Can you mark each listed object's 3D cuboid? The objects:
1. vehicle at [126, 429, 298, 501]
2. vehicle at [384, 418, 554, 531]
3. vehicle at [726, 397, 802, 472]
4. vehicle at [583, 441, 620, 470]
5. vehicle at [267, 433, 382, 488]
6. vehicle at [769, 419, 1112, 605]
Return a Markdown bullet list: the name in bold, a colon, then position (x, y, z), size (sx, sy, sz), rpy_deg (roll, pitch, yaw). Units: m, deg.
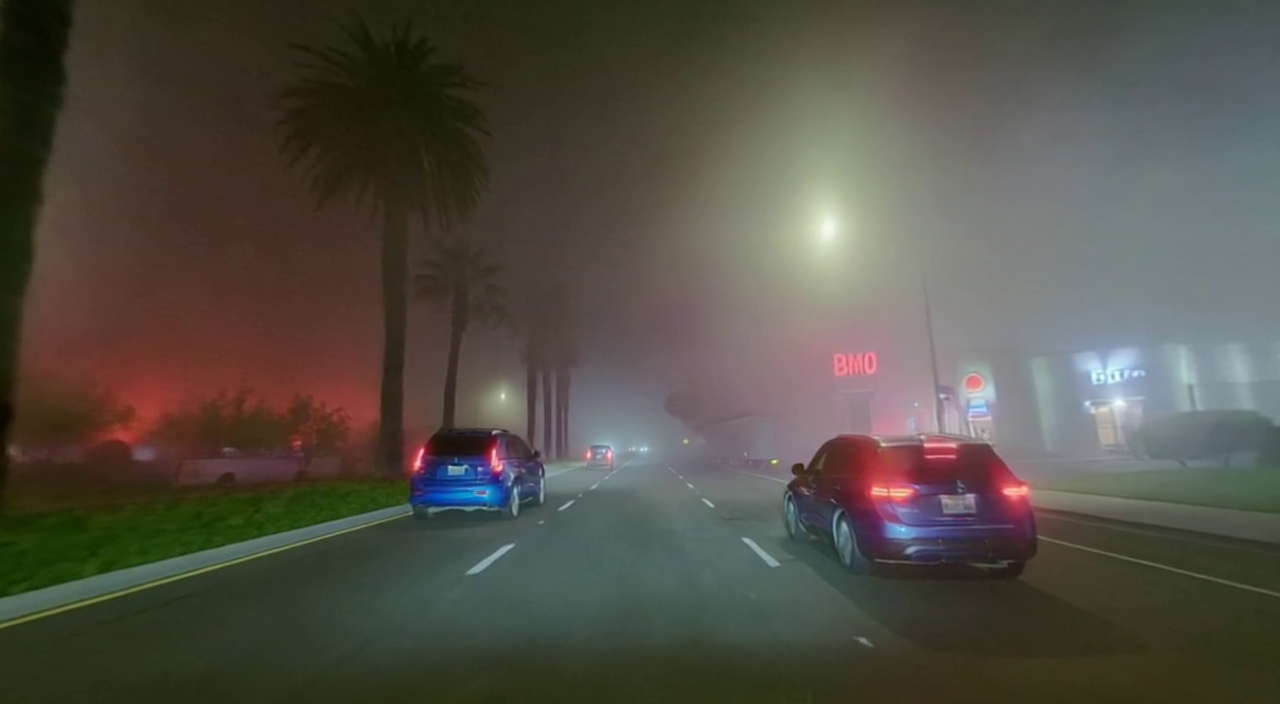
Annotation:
- **vehicle**: position (-21.659, 5.736, 32.756), size (2.989, 3.225, 8.285), rpy_deg (0, -8, 0)
- **vehicle**: position (-3.066, 2.312, 12.440), size (2.058, 1.804, 4.391), rpy_deg (0, -8, 1)
- **vehicle**: position (7.240, 5.035, 38.106), size (2.902, 3.992, 8.073), rpy_deg (0, -8, 0)
- **vehicle**: position (-2.402, 6.610, 40.374), size (1.998, 1.743, 4.402), rpy_deg (0, -8, 1)
- **vehicle**: position (-21.439, 7.401, 43.702), size (3.030, 3.354, 9.135), rpy_deg (0, -8, 2)
- **vehicle**: position (2.900, 1.625, 7.319), size (1.946, 1.513, 4.133), rpy_deg (0, -8, 0)
